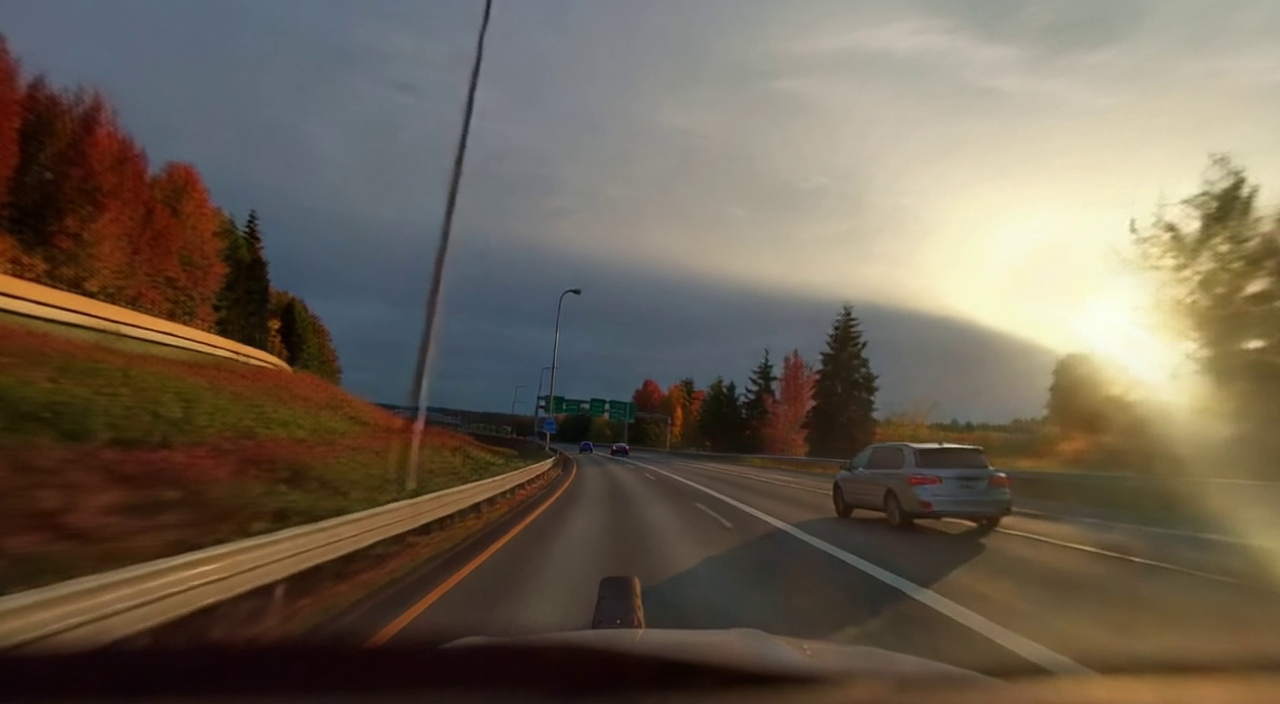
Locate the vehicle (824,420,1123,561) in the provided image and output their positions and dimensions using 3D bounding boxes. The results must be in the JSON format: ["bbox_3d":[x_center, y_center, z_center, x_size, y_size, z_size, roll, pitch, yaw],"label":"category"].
[{"bbox_3d":[4.348,1.868,9.101,1.952,1.536,4.036,0,-9,-3],"label":"vehicle"}]
